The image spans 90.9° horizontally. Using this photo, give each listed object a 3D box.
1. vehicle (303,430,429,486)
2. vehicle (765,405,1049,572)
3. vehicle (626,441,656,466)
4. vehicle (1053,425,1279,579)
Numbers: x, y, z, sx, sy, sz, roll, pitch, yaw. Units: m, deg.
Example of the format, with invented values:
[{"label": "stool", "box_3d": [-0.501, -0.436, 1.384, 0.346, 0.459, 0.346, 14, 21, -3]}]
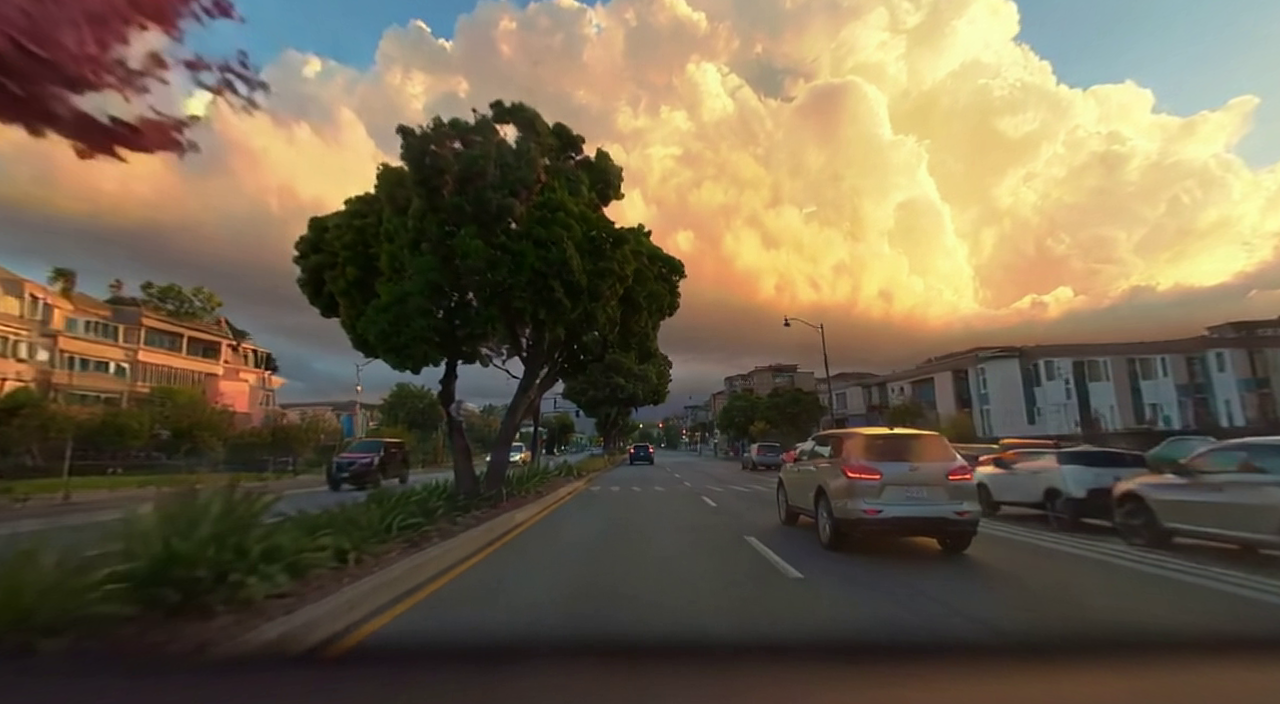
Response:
[{"label": "vehicle", "box_3d": [-10.300, 4.061, 24.430, 2.502, 1.881, 5.953, 0, -9, -3]}, {"label": "vehicle", "box_3d": [3.280, 1.785, 9.009, 2.071, 1.747, 4.549, 0, -8, 0]}, {"label": "vehicle", "box_3d": [0.137, 7.889, 49.078, 2.244, 1.813, 4.129, 0, -8, 1]}, {"label": "vehicle", "box_3d": [7.577, 1.700, 7.562, 2.011, 1.566, 4.722, 0, -8, 0]}]
